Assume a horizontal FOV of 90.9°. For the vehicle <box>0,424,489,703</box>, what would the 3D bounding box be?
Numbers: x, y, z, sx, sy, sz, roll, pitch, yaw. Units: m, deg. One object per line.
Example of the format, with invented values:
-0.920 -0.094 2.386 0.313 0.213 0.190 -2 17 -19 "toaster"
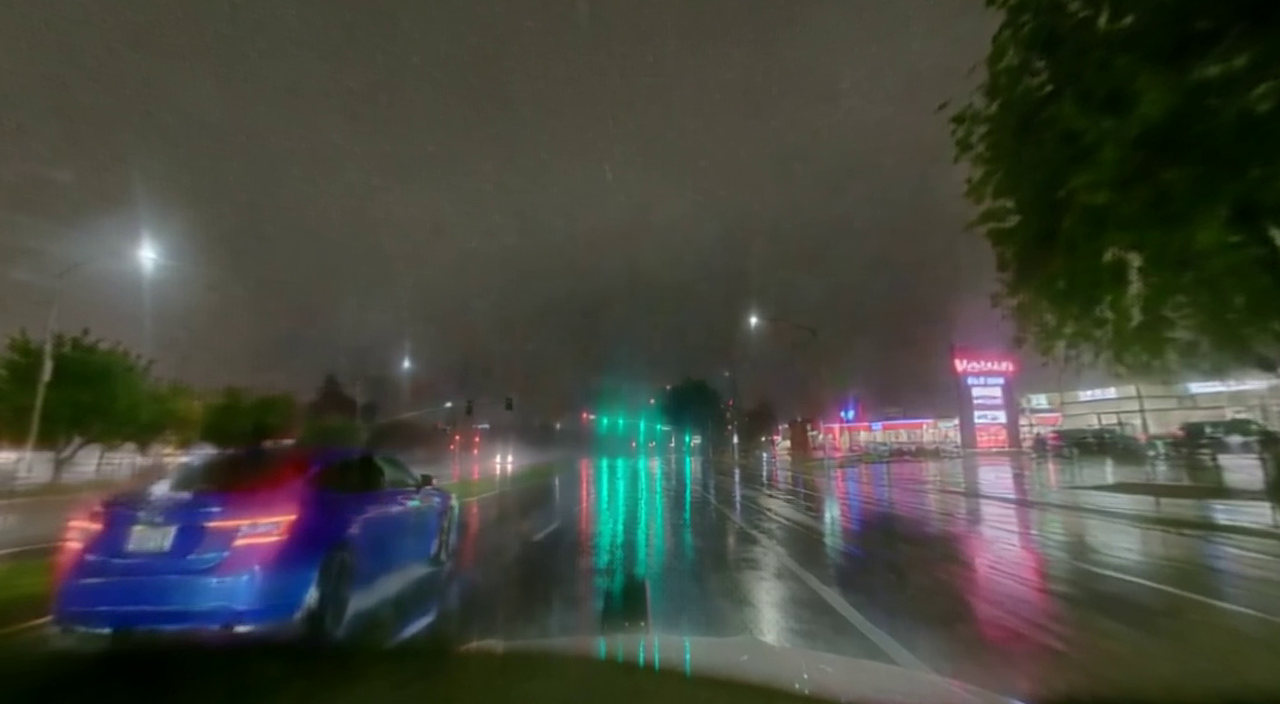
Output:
-2.913 1.413 5.231 2.082 1.460 4.636 0 -8 1 "vehicle"
